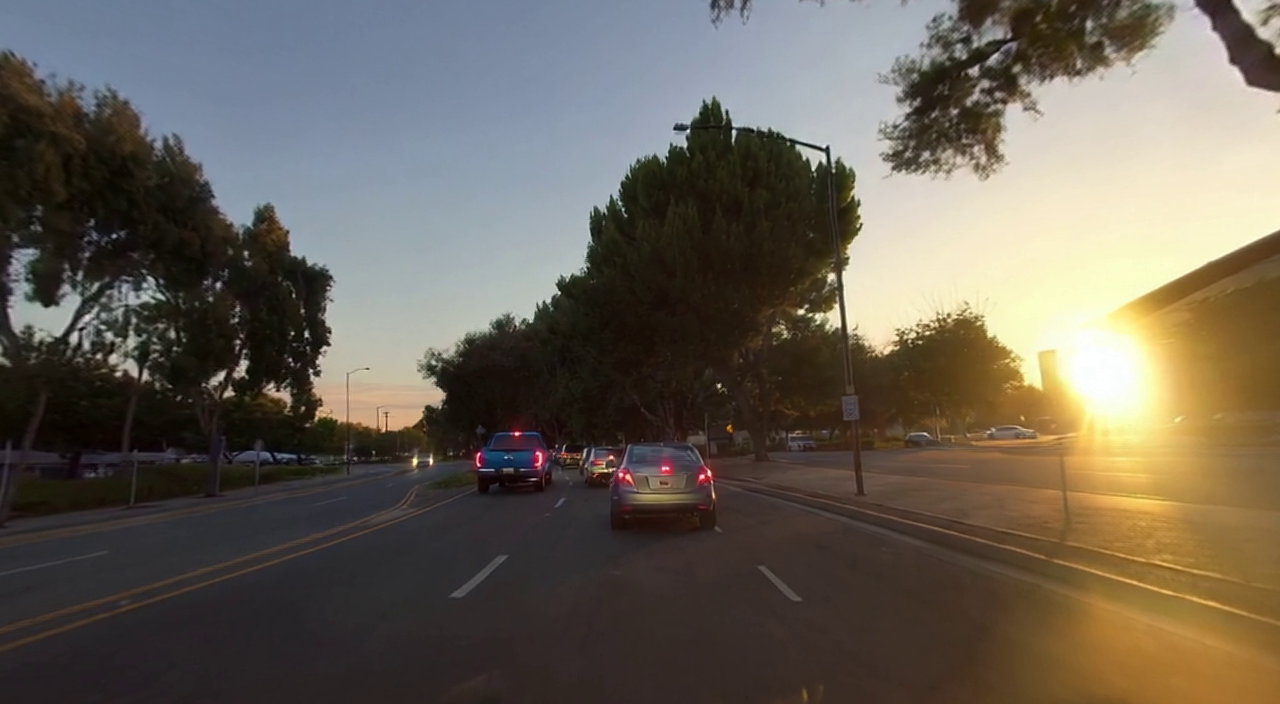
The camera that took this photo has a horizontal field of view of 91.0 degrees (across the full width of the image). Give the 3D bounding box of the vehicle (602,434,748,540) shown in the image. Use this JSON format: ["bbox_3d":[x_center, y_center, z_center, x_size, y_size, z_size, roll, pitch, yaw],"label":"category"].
[{"bbox_3d":[0.397,2.301,11.399,2.142,1.528,4.133,0,-9,-4],"label":"vehicle"}]

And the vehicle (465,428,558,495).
[{"bbox_3d":[-4.222,3.720,21.765,2.512,1.992,5.725,1,-9,-6],"label":"vehicle"}]
